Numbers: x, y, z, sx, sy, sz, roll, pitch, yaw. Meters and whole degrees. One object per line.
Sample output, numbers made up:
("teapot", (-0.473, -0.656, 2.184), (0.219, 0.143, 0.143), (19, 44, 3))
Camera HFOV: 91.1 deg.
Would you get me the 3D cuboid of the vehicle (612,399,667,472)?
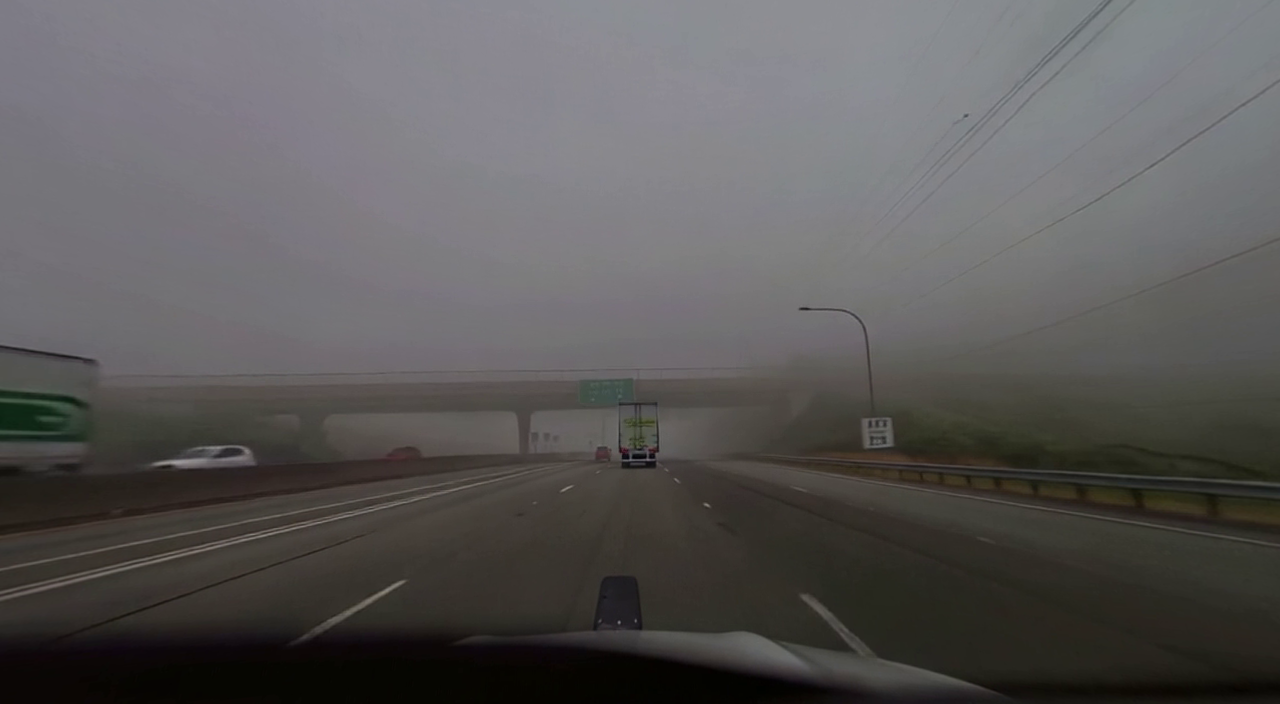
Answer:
("vehicle", (-0.115, 5.607, 41.285), (3.025, 4.002, 12.709), (0, -9, -1))
